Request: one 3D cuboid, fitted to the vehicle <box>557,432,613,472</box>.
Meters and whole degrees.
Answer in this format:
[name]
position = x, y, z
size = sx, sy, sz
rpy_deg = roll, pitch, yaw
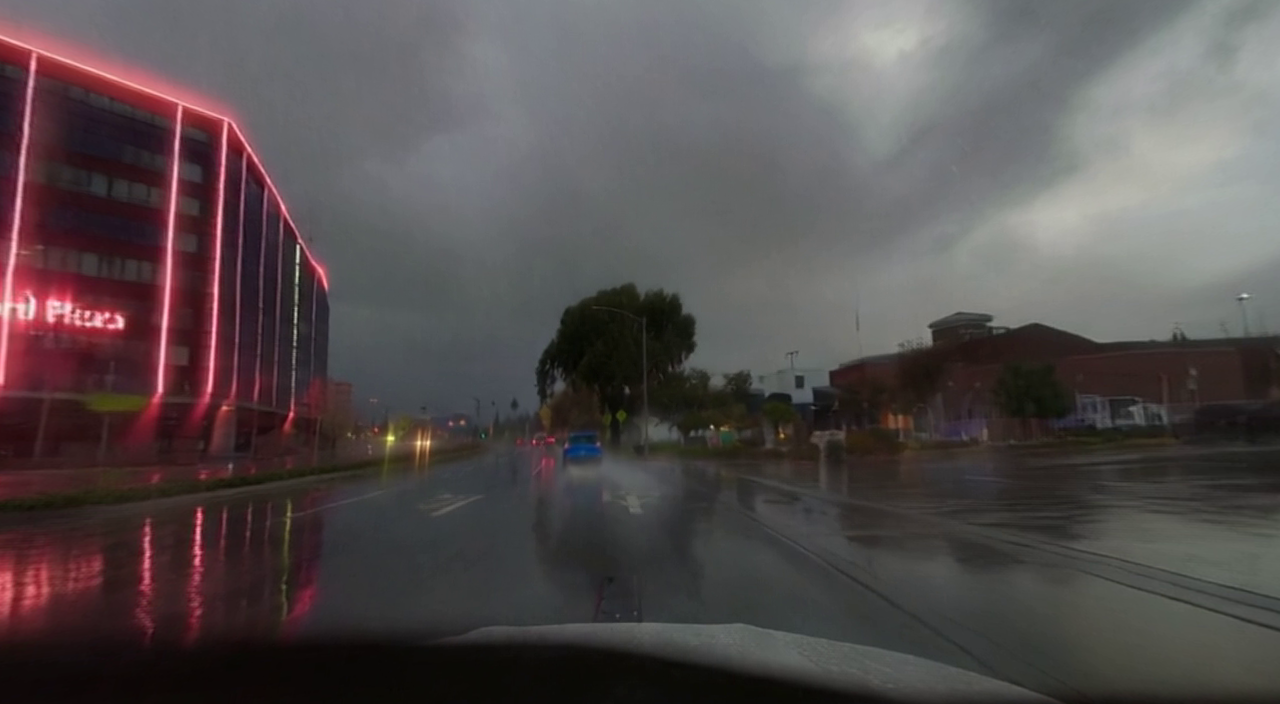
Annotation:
[vehicle]
position = -2.512, 4.360, 27.739
size = 2.231, 1.572, 4.227
rpy_deg = 1, -8, -8
